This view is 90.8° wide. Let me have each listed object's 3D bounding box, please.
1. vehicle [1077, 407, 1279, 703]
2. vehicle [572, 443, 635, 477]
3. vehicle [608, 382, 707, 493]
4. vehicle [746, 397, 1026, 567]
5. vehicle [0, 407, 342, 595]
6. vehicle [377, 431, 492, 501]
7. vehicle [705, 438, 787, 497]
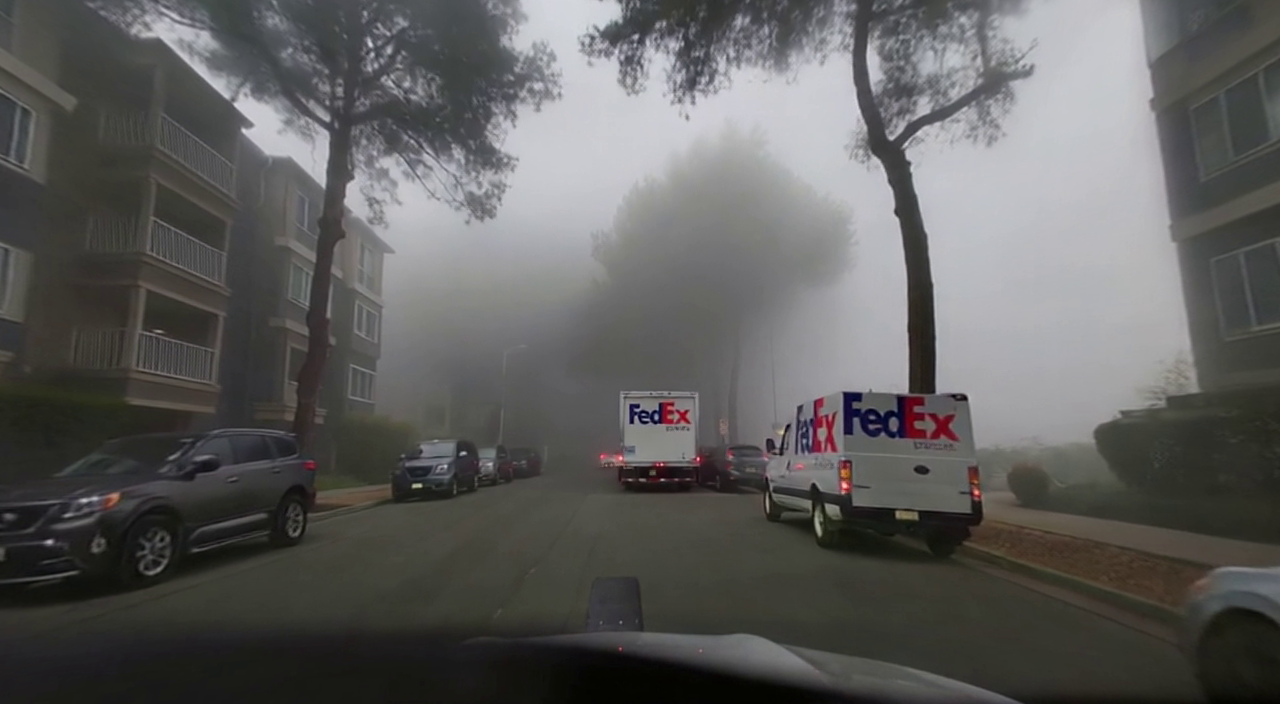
[{"bbox_3d":[3.384,0.795,1.261,1.877,1.500,4.407,0,-8,0],"label":"vehicle"},{"bbox_3d":[-1.676,5.137,30.405,1.981,1.500,3.992,-2,-9,13],"label":"vehicle"},{"bbox_3d":[0.412,3.143,22.941,2.930,3.275,8.180,0,-8,-1],"label":"vehicle"},{"bbox_3d":[3.378,1.939,10.309,2.221,1.991,5.564,0,-8,-1],"label":"vehicle"},{"bbox_3d":[-5.963,1.729,8.187,2.089,1.757,4.256,0,-8,0],"label":"vehicle"},{"bbox_3d":[-6.077,3.413,19.381,2.020,1.867,4.654,0,-8,-1],"label":"vehicle"},{"bbox_3d":[3.195,3.550,19.809,1.868,1.623,3.815,0,-8,0],"label":"vehicle"}]
